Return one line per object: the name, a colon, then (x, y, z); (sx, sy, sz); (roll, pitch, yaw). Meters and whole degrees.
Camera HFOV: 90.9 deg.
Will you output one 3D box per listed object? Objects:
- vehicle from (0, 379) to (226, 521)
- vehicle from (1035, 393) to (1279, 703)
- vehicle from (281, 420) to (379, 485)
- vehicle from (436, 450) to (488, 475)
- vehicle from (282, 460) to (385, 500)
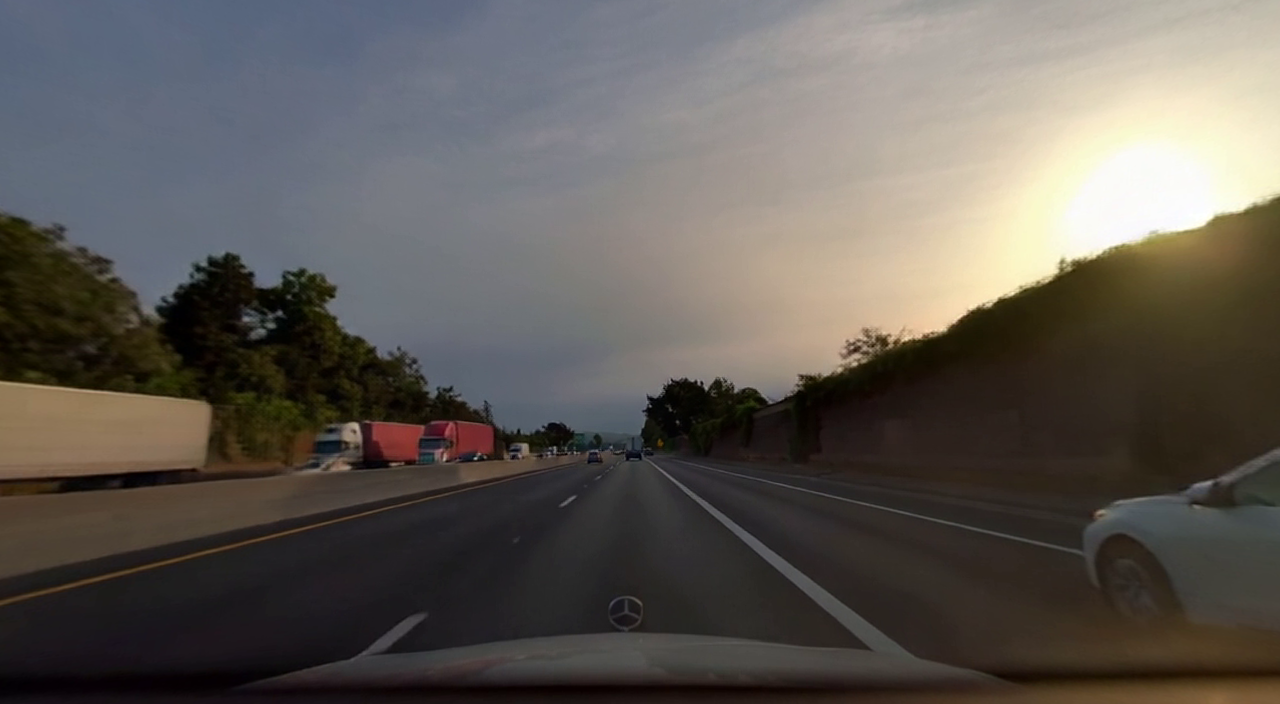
vehicle: (-20.485, 3.387, 21.704); (2.928, 4.170, 14.022); (0, -9, 0)
vehicle: (3.844, 0.852, 2.202); (2.053, 1.504, 4.386); (0, -9, 0)
vehicle: (-19.981, 6.527, 41.185); (3.025, 3.867, 6.475); (0, -9, 0)
vehicle: (-11.271, 7.020, 40.217); (1.910, 1.506, 4.487); (0, -9, 1)
vehicle: (-11.841, 4.950, 24.676); (1.930, 1.372, 3.971); (0, -9, 2)
